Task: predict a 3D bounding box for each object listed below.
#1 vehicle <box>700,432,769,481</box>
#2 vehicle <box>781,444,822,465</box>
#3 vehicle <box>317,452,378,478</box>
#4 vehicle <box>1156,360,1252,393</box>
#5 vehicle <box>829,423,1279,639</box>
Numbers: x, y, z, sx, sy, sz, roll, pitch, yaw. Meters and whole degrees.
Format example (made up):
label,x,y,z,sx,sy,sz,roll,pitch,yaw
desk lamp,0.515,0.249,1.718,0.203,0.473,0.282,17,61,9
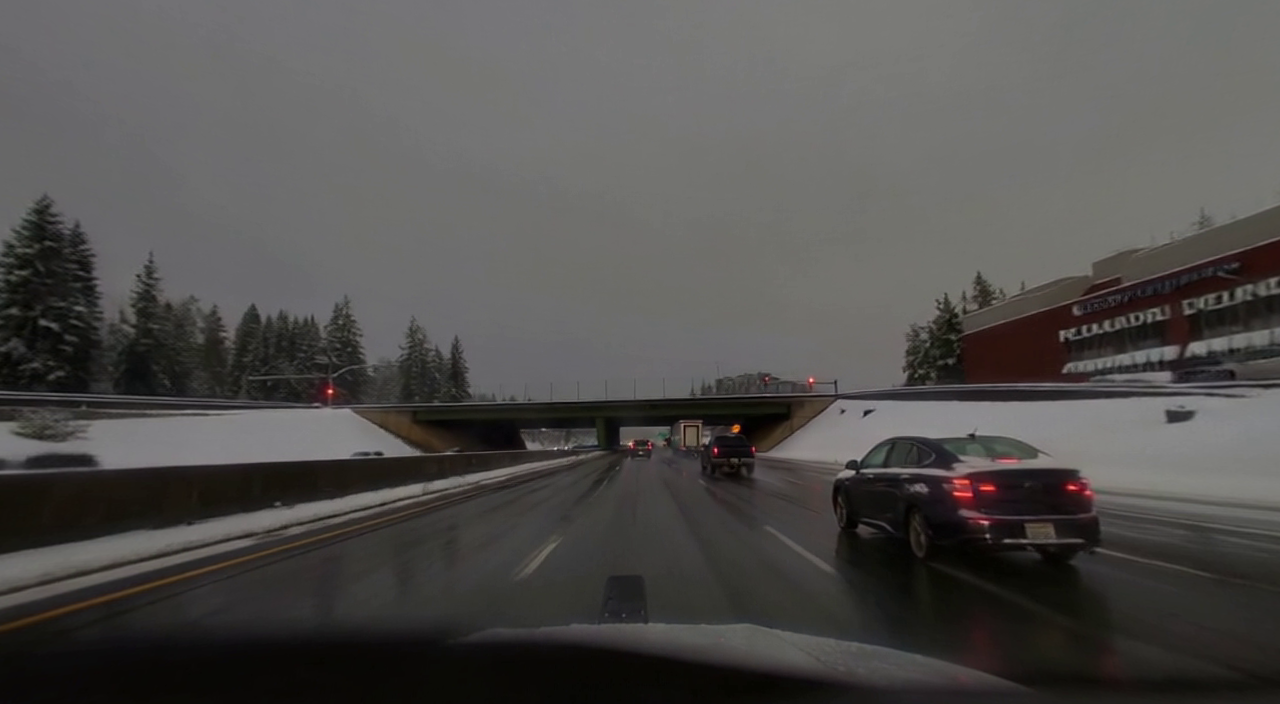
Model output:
label,x,y,z,sx,sy,sz,roll,pitch,yaw
vehicle,3.851,4.344,26.534,2.086,1.858,4.737,0,-8,-1
vehicle,11.697,7.446,45.943,1.926,1.451,3.936,0,-8,-1
vehicle,-19.261,7.434,41.724,1.894,1.499,4.357,0,-8,0
vehicle,37.247,1.674,41.848,2.024,1.757,4.696,0,-8,0
vehicle,3.632,1.567,6.659,1.902,1.481,4.451,0,-8,0
